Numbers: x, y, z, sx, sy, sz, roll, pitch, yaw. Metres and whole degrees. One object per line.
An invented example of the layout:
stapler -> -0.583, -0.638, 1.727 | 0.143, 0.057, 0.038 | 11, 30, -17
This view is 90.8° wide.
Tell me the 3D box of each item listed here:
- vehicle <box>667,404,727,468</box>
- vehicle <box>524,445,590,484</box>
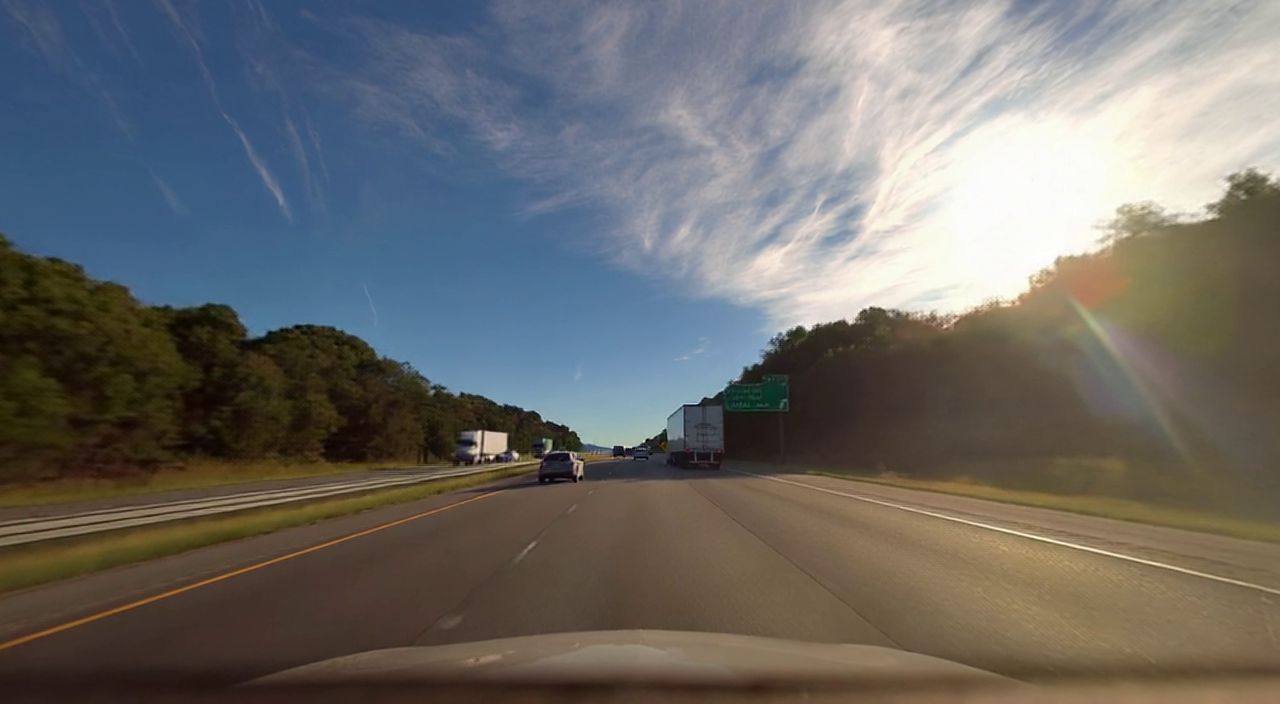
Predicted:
vehicle -> 3.972, 6.536, 47.660 | 2.974, 4.083, 14.389 | 0, -9, -1
vehicle -> -3.292, 4.588, 25.985 | 2.121, 1.445, 4.651 | 0, -9, -1
